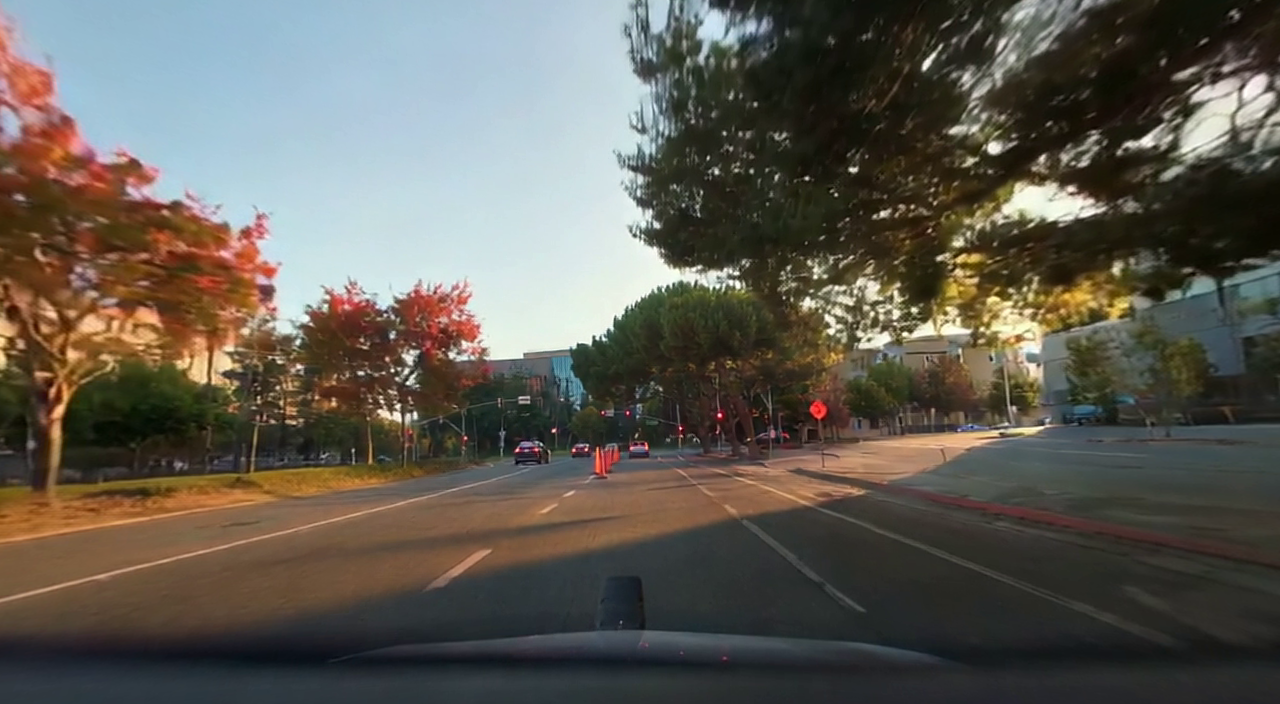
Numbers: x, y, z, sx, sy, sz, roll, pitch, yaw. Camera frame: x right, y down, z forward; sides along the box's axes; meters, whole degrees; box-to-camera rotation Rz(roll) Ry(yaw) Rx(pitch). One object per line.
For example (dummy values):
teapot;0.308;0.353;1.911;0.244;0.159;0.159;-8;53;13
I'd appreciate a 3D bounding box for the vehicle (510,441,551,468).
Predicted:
vehicle;-6.629;6.247;38.673;1.869;1.570;4.064;0;-9;-2
